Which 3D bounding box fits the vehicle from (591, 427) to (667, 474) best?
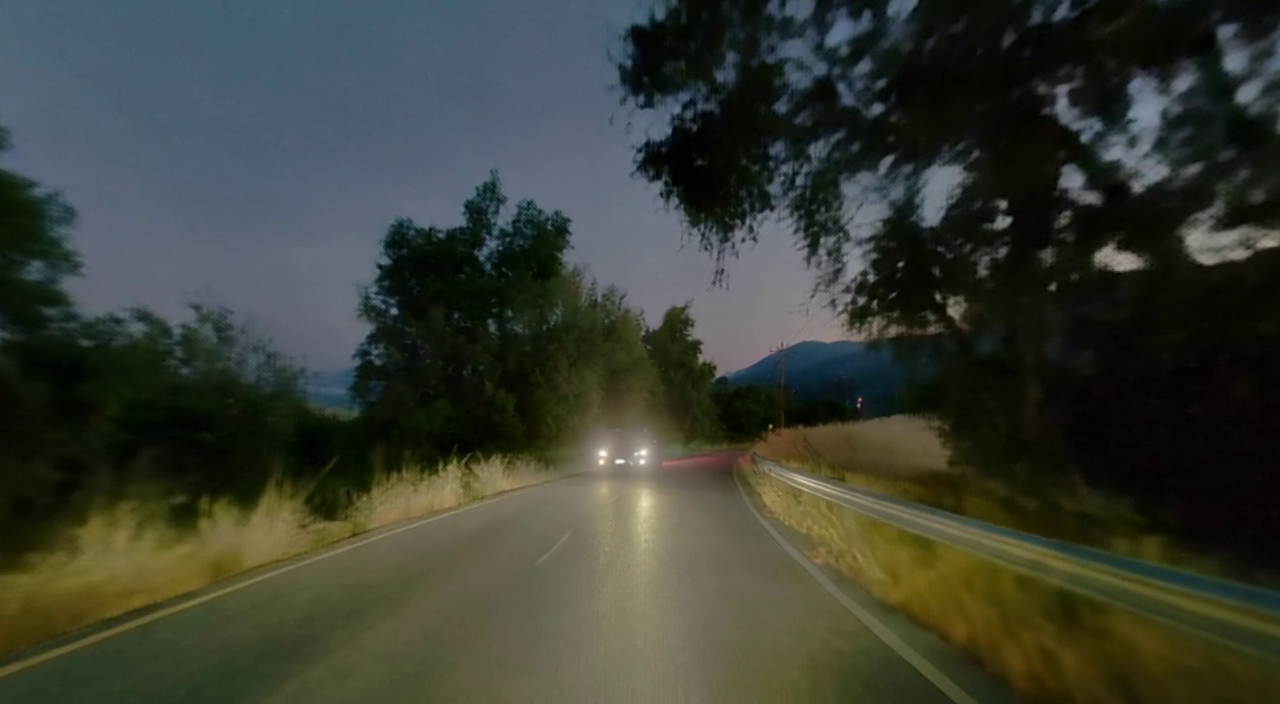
[{"bbox_3d":[-0.336,4.188,26.939,2.251,1.799,4.776,-2,-9,11],"label":"vehicle"}]
